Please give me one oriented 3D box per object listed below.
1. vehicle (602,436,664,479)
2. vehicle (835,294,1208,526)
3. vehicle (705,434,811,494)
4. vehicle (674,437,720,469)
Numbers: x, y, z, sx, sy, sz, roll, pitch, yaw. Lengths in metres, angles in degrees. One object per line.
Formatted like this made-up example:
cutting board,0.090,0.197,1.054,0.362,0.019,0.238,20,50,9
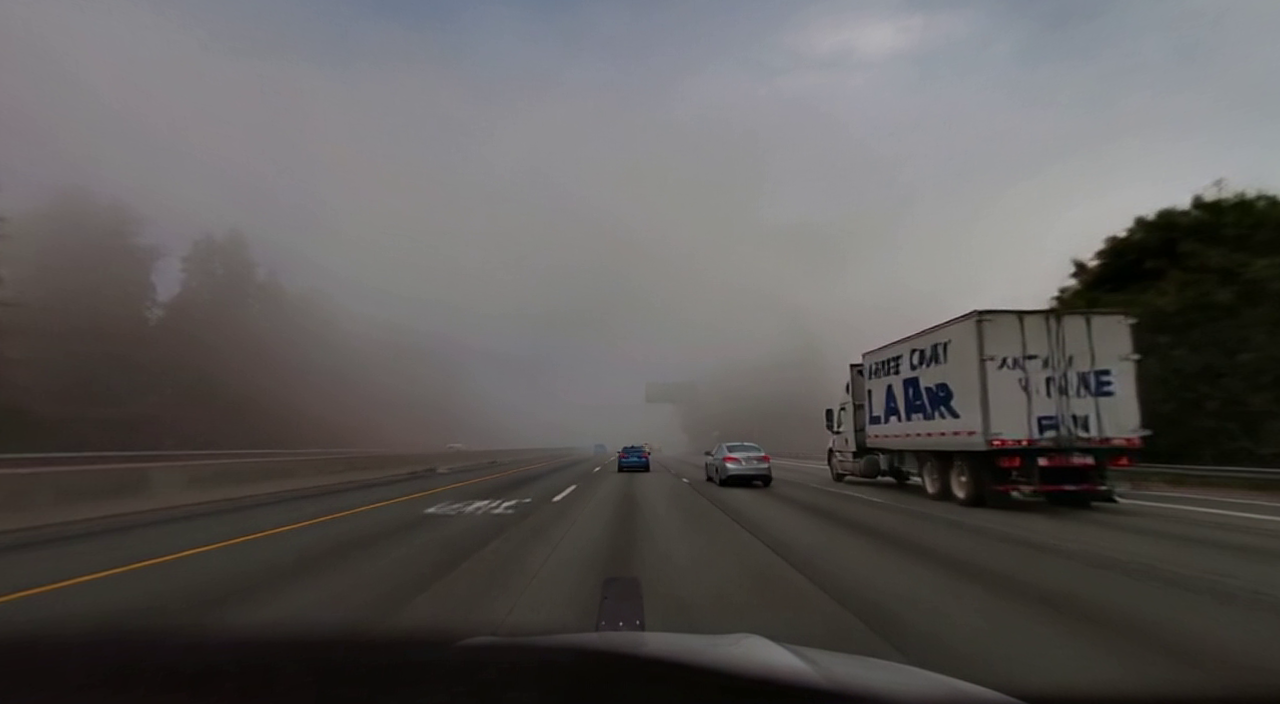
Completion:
vehicle,-0.272,3.923,23.752,2.098,1.475,3.997,0,-8,-1
vehicle,7.305,1.505,14.283,2.799,3.655,8.627,0,-9,-1
vehicle,3.205,3.167,18.271,1.993,1.504,4.781,0,-9,-2
vehicle,2.908,5.235,32.951,1.856,1.517,4.198,0,-9,-2
